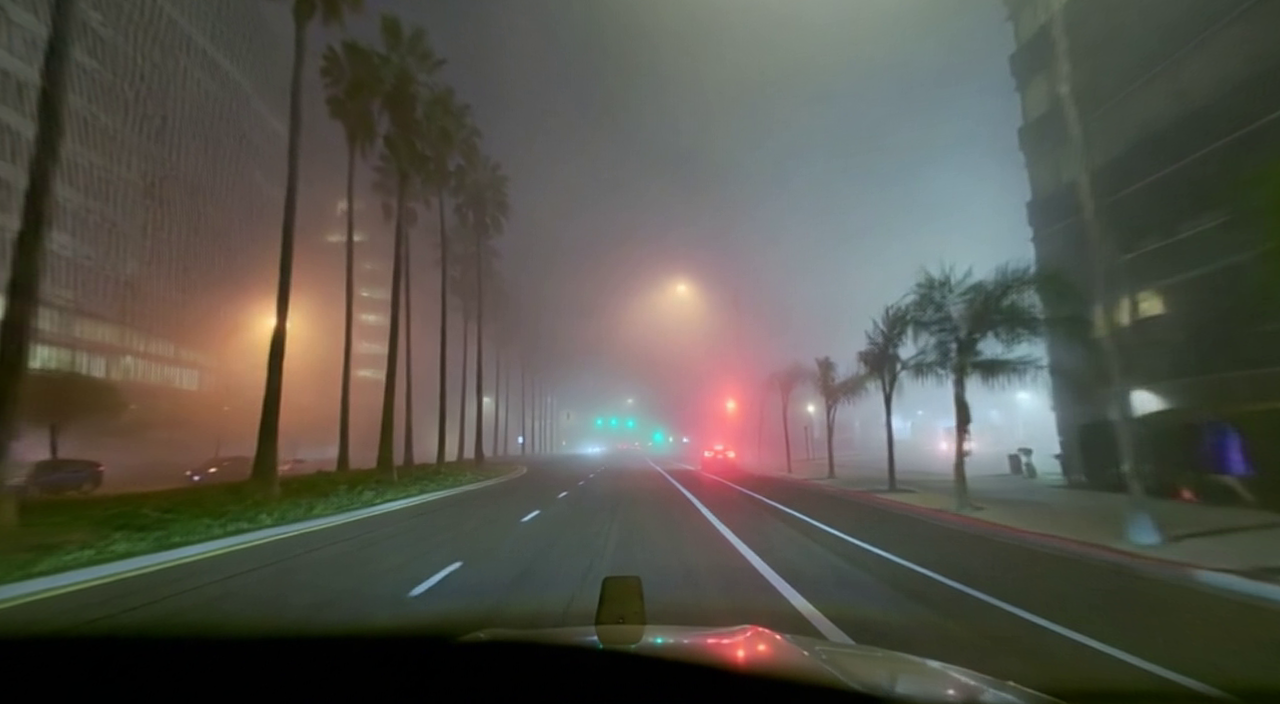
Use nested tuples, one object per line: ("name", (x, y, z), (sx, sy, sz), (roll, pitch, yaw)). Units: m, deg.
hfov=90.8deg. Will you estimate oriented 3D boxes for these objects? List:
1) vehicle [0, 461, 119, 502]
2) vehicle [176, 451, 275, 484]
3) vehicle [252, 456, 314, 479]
("vehicle", (-24.820, 5.380, 26.633), (2.080, 1.457, 4.424), (0, -9, -3))
("vehicle", (-24.924, 6.933, 38.320), (2.062, 1.765, 5.897), (0, -9, -1))
("vehicle", (-24.579, 7.920, 43.655), (1.751, 1.424, 4.506), (0, -8, -1))
